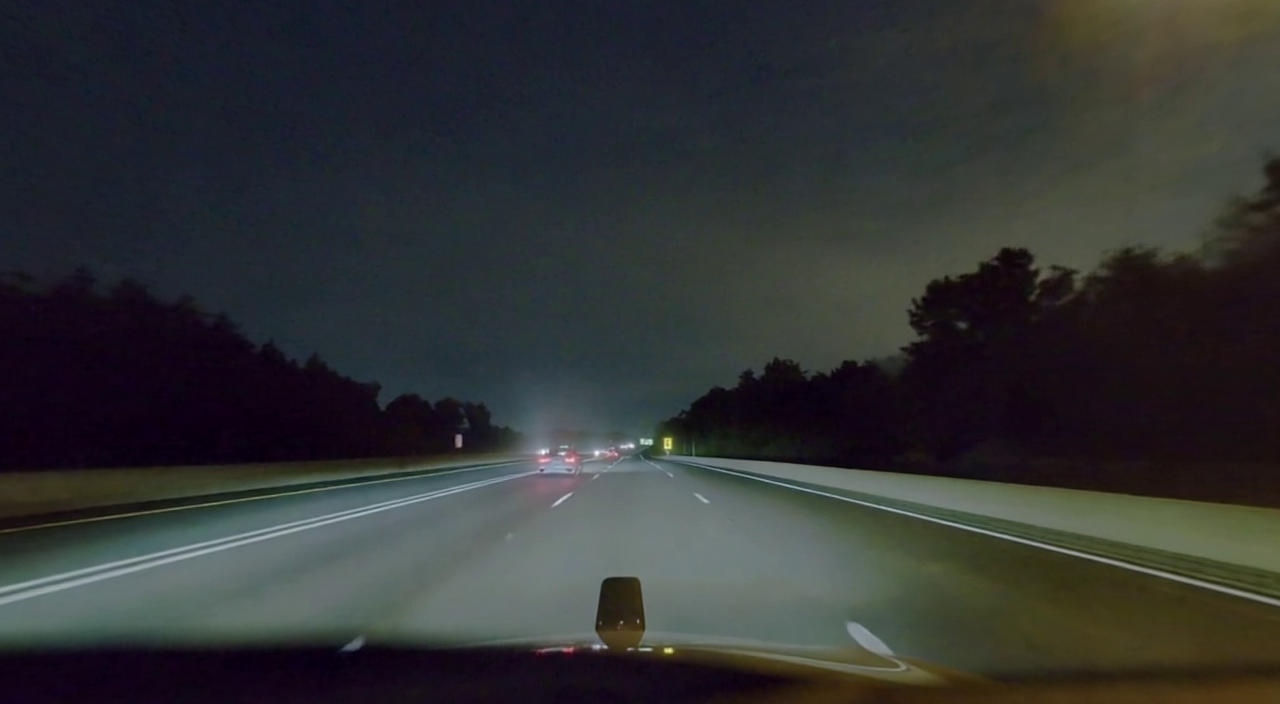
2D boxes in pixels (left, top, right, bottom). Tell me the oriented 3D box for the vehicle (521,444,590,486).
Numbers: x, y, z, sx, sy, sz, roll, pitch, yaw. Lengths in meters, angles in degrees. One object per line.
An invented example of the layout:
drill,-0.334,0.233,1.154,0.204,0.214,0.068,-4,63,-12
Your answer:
vehicle,-3.427,4.693,26.570,2.184,1.574,5.004,0,-9,0
